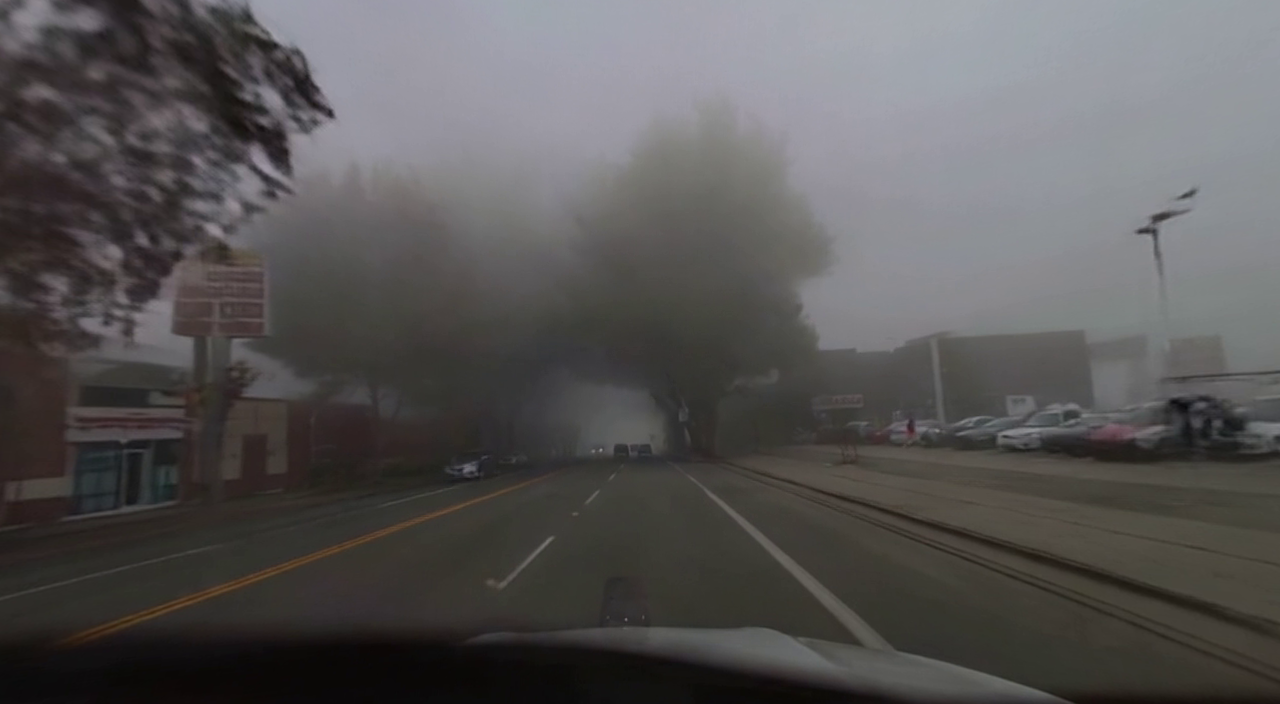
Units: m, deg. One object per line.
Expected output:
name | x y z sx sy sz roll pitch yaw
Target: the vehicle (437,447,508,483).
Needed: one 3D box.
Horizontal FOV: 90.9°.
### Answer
vehicle | -7.784 5.283 29.778 1.925 1.502 4.359 -1 -8 3
